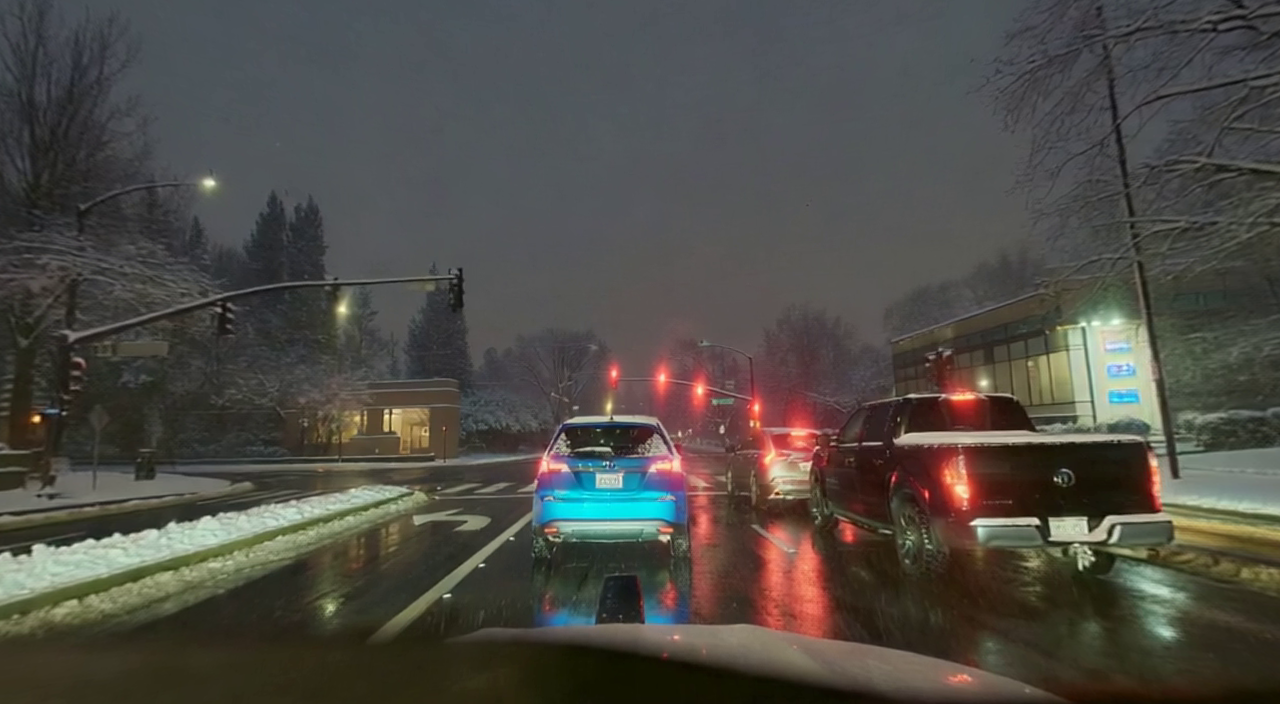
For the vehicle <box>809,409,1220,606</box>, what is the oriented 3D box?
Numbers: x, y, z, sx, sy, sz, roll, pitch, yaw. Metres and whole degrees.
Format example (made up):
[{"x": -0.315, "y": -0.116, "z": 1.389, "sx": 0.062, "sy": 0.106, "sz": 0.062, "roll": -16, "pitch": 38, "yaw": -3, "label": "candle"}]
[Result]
[{"x": 3.607, "y": 1.579, "z": 7.390, "sx": 1.955, "sy": 1.550, "sz": 4.587, "roll": 0, "pitch": -8, "yaw": -1, "label": "vehicle"}]

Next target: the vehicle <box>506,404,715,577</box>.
[{"x": -0.295, "y": 1.630, "z": 8.097, "sx": 2.037, "sy": 1.674, "sz": 3.693, "roll": 0, "pitch": -8, "yaw": 0, "label": "vehicle"}]

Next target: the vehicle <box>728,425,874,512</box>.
[{"x": 3.352, "y": 2.526, "z": 14.157, "sx": 2.031, "sy": 1.626, "sz": 4.264, "roll": 0, "pitch": -8, "yaw": -2, "label": "vehicle"}]
